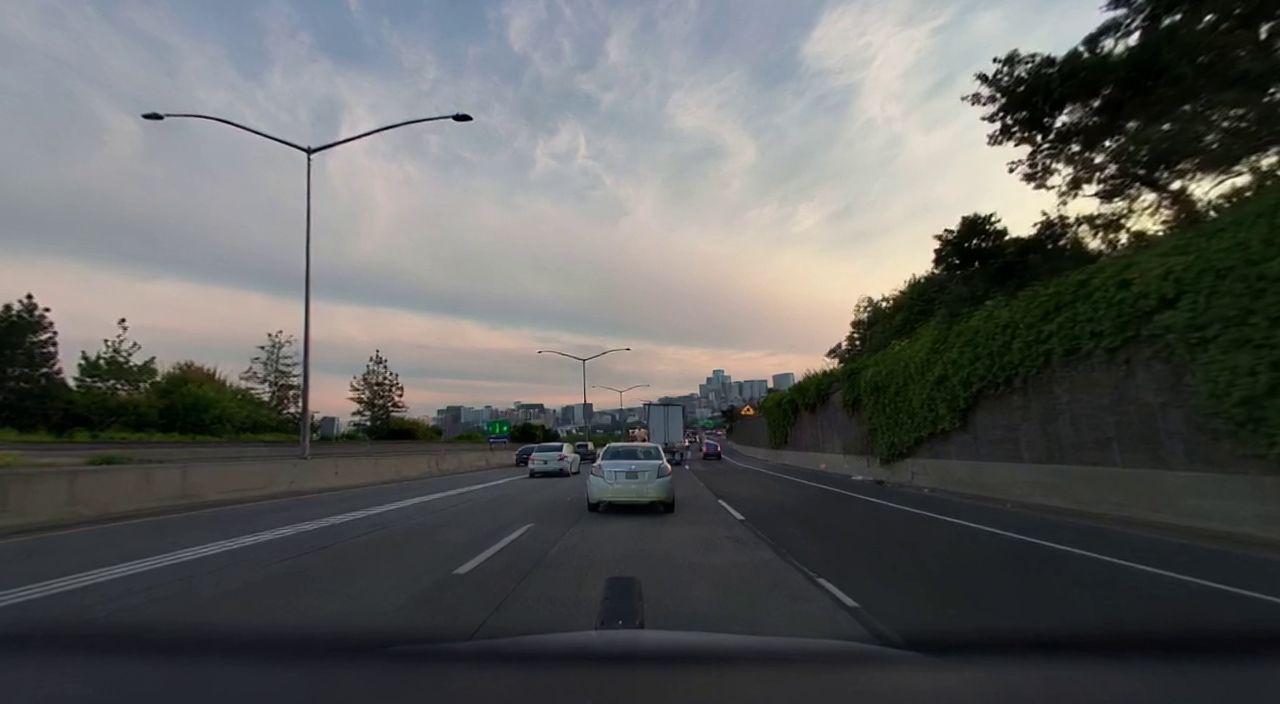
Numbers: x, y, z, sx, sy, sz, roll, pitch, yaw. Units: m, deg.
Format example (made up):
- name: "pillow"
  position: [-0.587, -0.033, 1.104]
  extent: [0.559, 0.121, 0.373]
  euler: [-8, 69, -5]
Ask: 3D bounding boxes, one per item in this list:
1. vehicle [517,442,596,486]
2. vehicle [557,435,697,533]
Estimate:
- name: "vehicle"
  position: [-2.934, 4.079, 23.332]
  extent: [2.104, 1.473, 4.496]
  euler: [-1, -9, 3]
- name: "vehicle"
  position: [-0.169, 2.327, 11.713]
  extent: [2.136, 1.470, 3.971]
  euler: [0, -9, 1]
